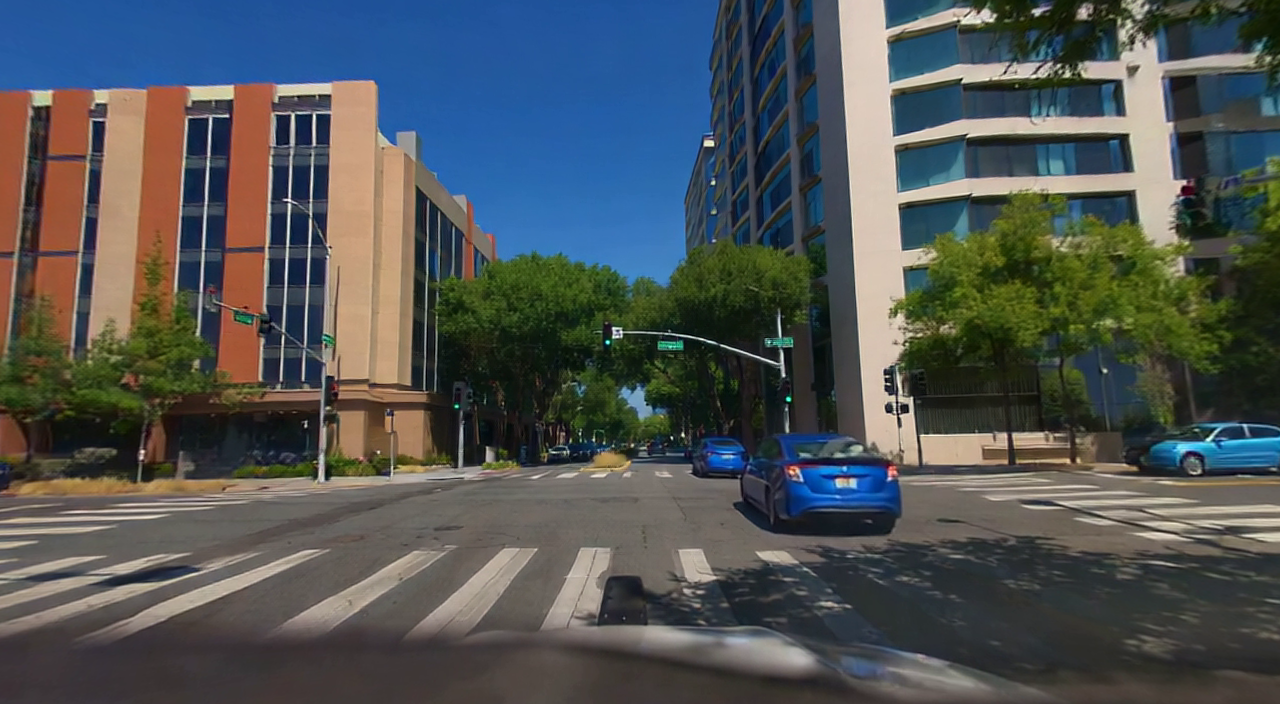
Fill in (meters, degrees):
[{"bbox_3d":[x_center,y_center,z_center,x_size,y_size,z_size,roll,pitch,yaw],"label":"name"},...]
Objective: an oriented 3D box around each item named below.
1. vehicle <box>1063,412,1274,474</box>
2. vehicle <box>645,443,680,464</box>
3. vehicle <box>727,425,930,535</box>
[{"bbox_3d":[16.910,2.938,20.407,4.802,1.860,2.146,0,-8,1],"label":"vehicle"},{"bbox_3d":[1.513,7.125,44.532,2.040,1.421,4.550,0,-8,-3],"label":"vehicle"},{"bbox_3d":[2.875,2.066,10.809,2.039,1.470,4.355,0,-8,-1],"label":"vehicle"}]
